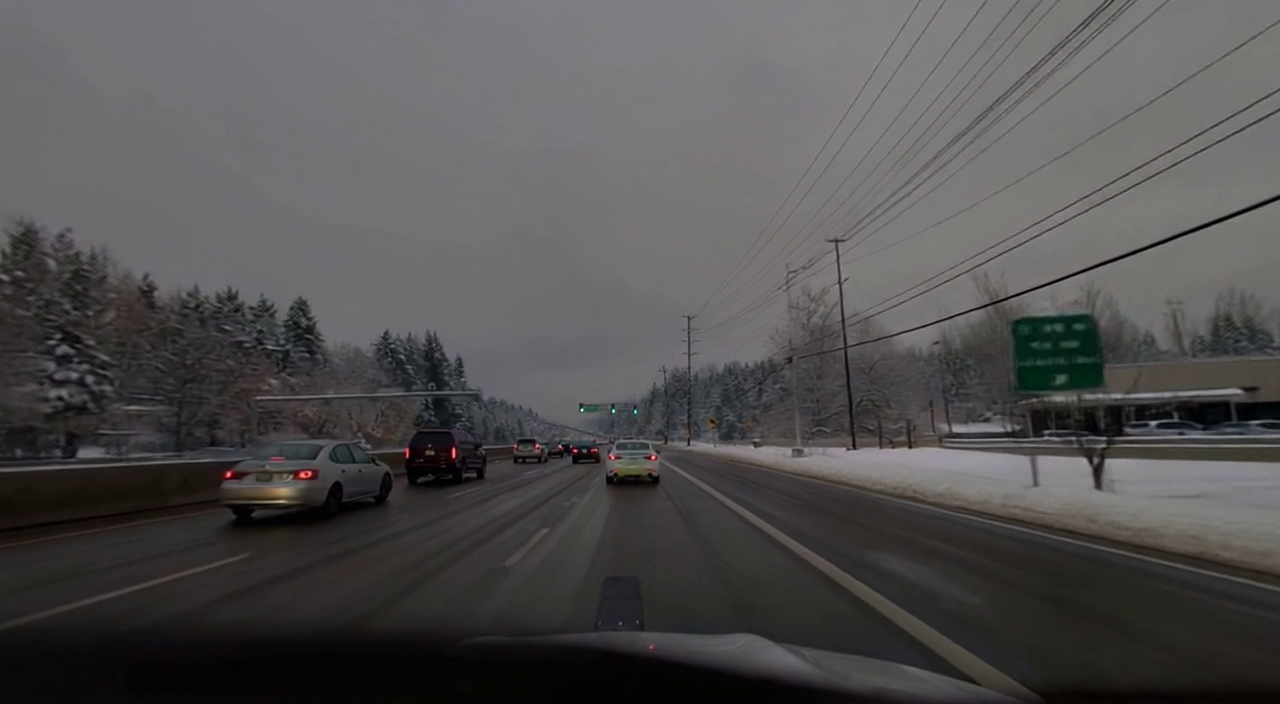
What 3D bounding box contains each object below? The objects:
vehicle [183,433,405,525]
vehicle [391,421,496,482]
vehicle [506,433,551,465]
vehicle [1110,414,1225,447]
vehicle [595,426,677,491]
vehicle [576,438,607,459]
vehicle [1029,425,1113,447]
[{"bbox_3d":[-6.557,2.413,12.731,1.900,1.483,4.547,0,-8,0],"label":"vehicle"},{"bbox_3d":[-6.786,3.500,22.508,2.144,1.905,4.967,0,-8,0],"label":"vehicle"},{"bbox_3d":[-6.529,5.712,37.274,1.914,1.756,4.179,0,-8,0],"label":"vehicle"},{"bbox_3d":[29.546,4.447,35.509,4.554,1.761,2.095,0,-8,0],"label":"vehicle"},{"bbox_3d":[-0.144,3.073,18.619,2.140,1.653,4.108,0,-8,-1],"label":"vehicle"},{"bbox_3d":[-3.546,7.176,47.074,2.055,1.510,3.961,0,-8,-1],"label":"vehicle"},{"bbox_3d":[29.083,5.703,42.710,4.105,1.306,2.050,-2,-7,1],"label":"vehicle"}]
